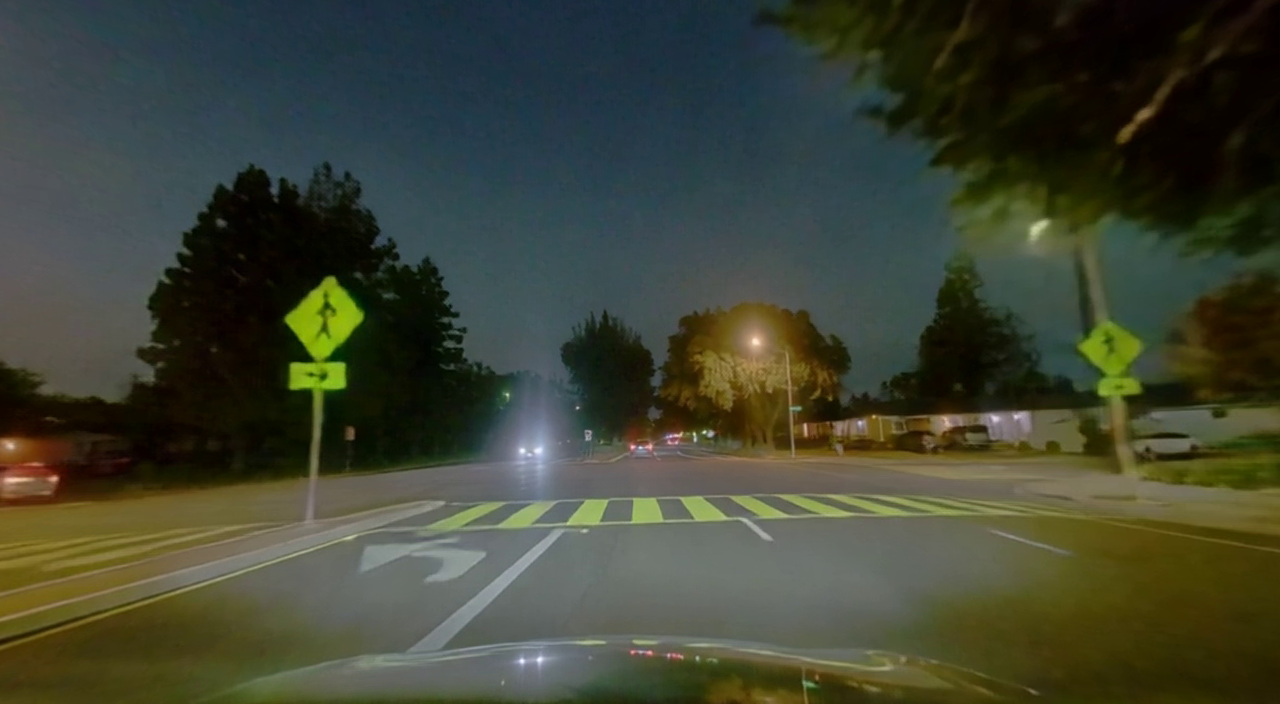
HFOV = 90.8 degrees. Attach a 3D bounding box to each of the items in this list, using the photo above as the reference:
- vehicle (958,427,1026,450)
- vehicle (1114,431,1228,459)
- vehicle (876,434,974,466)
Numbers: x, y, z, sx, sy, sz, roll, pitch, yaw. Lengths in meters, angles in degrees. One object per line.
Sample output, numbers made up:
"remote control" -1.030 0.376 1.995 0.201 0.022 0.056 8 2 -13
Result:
"vehicle" 24.338 6.000 43.859 1.982 1.503 4.572 0 -8 -2
"vehicle" 29.807 5.226 35.566 4.593 1.479 2.033 0 -9 0
"vehicle" 15.719 5.435 35.155 4.696 1.651 2.218 -3 -9 20
